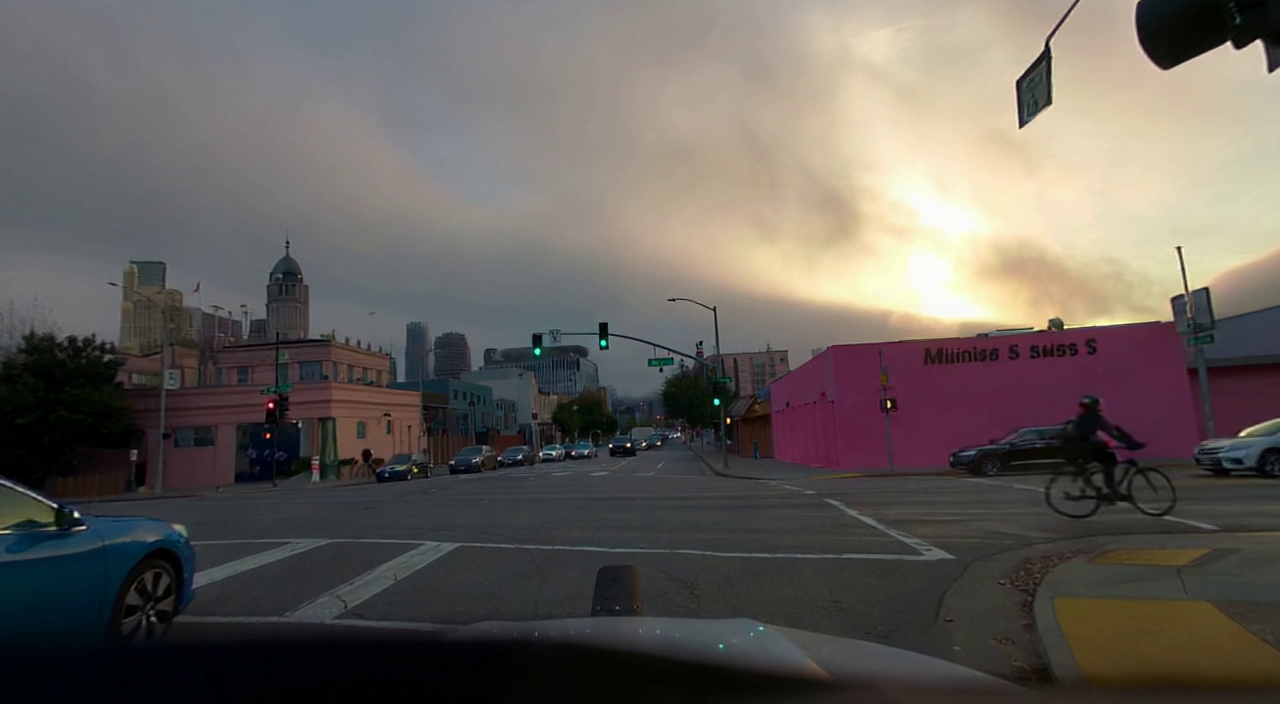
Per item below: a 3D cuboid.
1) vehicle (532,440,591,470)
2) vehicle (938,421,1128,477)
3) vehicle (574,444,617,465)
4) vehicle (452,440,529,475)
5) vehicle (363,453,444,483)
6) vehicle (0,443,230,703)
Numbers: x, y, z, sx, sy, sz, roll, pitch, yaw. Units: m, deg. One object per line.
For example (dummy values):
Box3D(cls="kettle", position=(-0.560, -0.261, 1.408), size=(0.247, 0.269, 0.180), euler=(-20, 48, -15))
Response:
Box3D(cls="vehicle", position=(-4.500, 5.988, 36.863), size=(1.928, 1.647, 4.575), euler=(-2, -9, 13))
Box3D(cls="vehicle", position=(11.569, 2.889, 18.801), size=(4.355, 1.546, 1.820), euler=(-1, -9, 6))
Box3D(cls="vehicle", position=(-3.048, 7.171, 44.067), size=(1.743, 1.362, 4.350), euler=(-2, -9, 14))
Box3D(cls="vehicle", position=(-8.407, 5.978, 36.071), size=(2.152, 1.825, 5.406), euler=(-2, -9, 12))
Box3D(cls="vehicle", position=(-12.593, 6.171, 33.880), size=(1.976, 1.425, 4.567), euler=(-1, -9, 9))
Box3D(cls="vehicle", position=(-3.721, 0.978, 2.151), size=(1.759, 1.325, 4.295), euler=(0, -9, 0))
